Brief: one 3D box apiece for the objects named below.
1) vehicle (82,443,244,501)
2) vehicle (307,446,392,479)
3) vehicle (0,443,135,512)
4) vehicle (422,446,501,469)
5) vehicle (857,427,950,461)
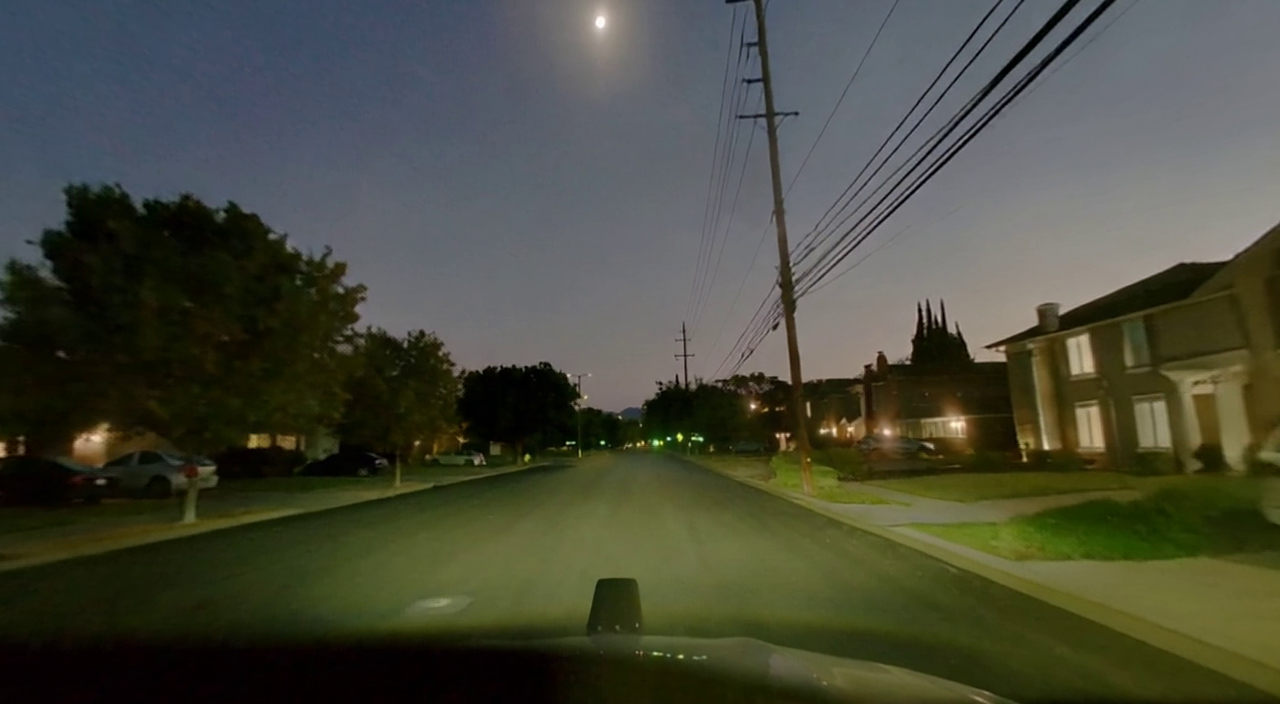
[{"bbox_3d":[-15.244,3.774,20.250,4.232,1.693,1.949,-3,-9,18],"label":"vehicle"},{"bbox_3d":[-14.994,5.711,33.008,1.978,1.586,5.192,0,-8,0],"label":"vehicle"},{"bbox_3d":[-16.457,3.242,16.596,4.482,1.648,2.169,0,-9,1],"label":"vehicle"},{"bbox_3d":[-12.489,7.407,44.390,4.893,1.567,2.105,-1,-8,6],"label":"vehicle"},{"bbox_3d":[14.768,5.196,35.648,4.373,1.759,2.093,0,-10,6],"label":"vehicle"}]
